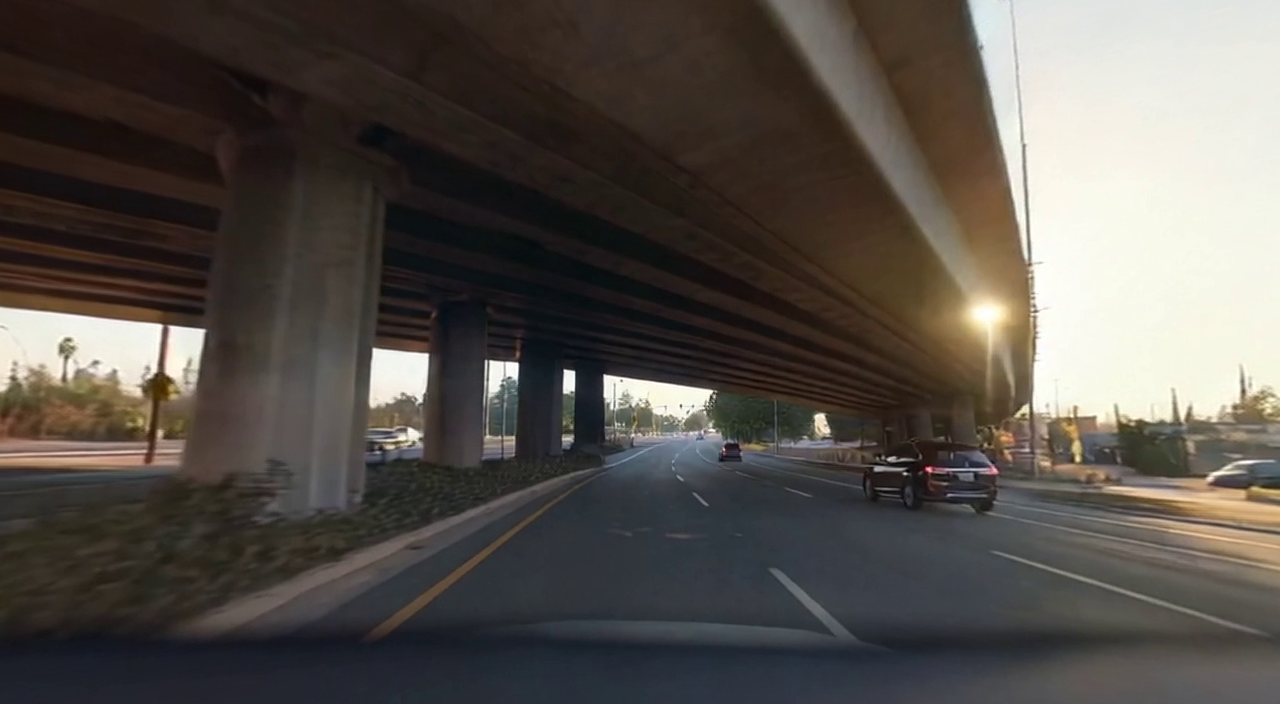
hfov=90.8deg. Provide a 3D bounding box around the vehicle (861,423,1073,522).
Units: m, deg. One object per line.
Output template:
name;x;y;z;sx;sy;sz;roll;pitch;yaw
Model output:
vehicle;7.417;2.786;15.243;2.331;1.872;5.378;-2;-8;2

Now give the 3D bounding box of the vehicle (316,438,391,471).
vehicle;-14.504;5.196;32.333;1.961;1.538;4.727;0;-8;-5

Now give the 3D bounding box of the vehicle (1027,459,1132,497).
vehicle;23.220;6.637;33.683;1.940;1.665;4.917;-3;-8;-1
